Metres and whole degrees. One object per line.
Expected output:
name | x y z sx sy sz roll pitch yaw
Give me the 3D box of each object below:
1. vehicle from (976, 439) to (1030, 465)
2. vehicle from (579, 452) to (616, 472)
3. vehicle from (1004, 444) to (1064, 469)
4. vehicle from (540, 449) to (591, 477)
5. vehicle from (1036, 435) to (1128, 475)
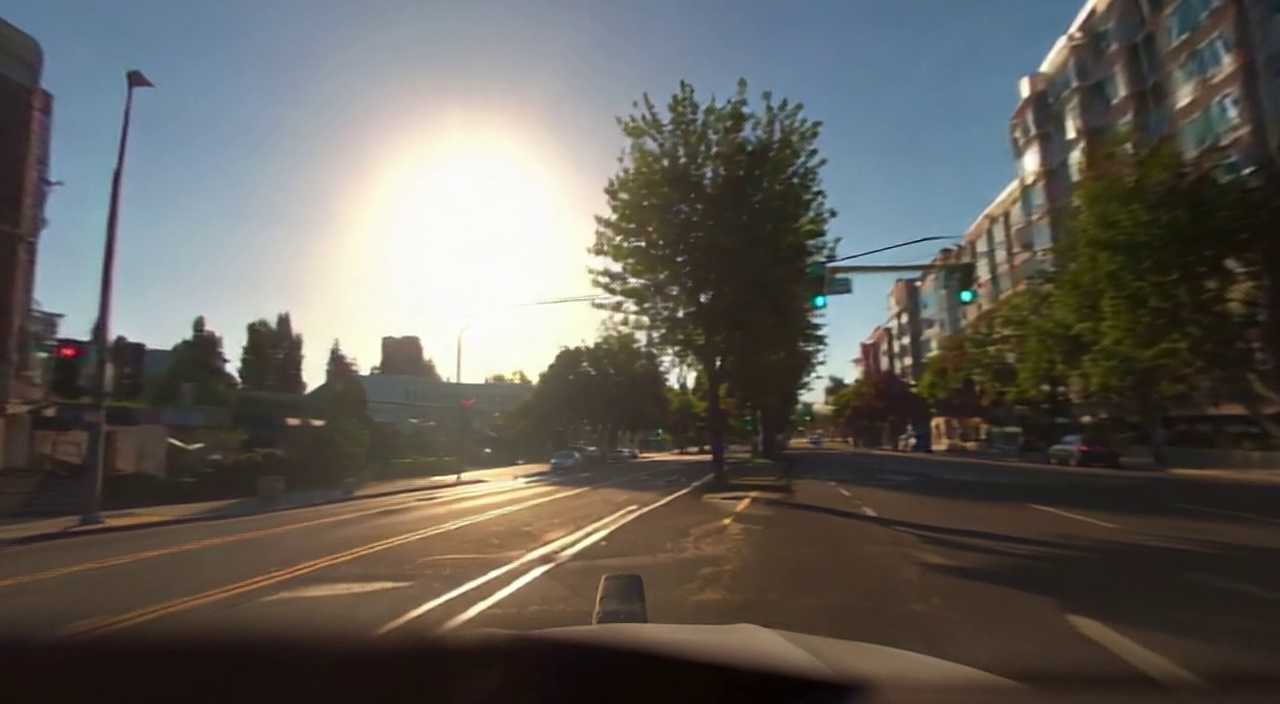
vehicle | 25.666 7.071 44.838 1.833 1.753 4.611 -2 -9 12
vehicle | -3.279 8.589 49.405 1.719 1.440 4.201 -2 -9 14
vehicle | 24.380 6.451 39.289 1.802 1.444 4.318 -2 -9 13
vehicle | -4.971 7.514 43.026 2.075 1.708 4.335 -2 -9 13
vehicle | 22.855 5.335 32.922 2.181 1.876 4.723 -2 -9 13
